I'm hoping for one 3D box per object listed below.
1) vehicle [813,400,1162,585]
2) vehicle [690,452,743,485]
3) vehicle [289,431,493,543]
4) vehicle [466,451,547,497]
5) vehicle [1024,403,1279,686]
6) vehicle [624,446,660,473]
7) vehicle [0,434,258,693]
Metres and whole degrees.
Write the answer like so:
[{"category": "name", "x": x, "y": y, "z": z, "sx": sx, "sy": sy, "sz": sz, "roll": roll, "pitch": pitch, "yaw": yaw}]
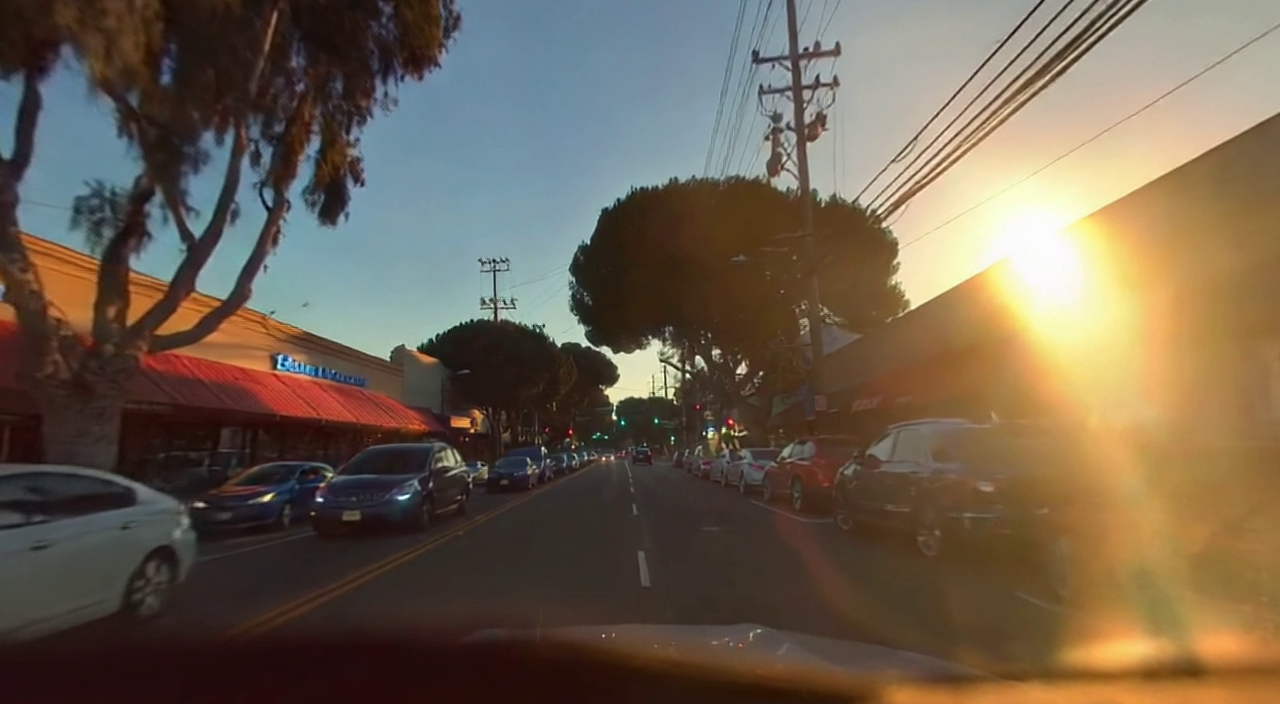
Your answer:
[{"category": "vehicle", "x": 4.512, "y": 1.931, "z": 9.519, "sx": 2.243, "sy": 1.992, "sz": 5.087, "roll": 0, "pitch": -9, "yaw": -1}, {"category": "vehicle", "x": 3.776, "y": 5.814, "z": 31.918, "sx": 1.921, "sy": 1.440, "sz": 4.382, "roll": -1, "pitch": -8, "yaw": -3}, {"category": "vehicle", "x": -4.725, "y": 2.630, "z": 13.033, "sx": 2.341, "sy": 1.825, "sz": 4.924, "roll": 0, "pitch": -9, "yaw": -2}, {"category": "vehicle", "x": -4.765, "y": 4.414, "z": 23.251, "sx": 2.053, "sy": 1.485, "sz": 4.540, "roll": 0, "pitch": -9, "yaw": -1}, {"category": "vehicle", "x": 4.829, "y": 1.229, "z": 4.214, "sx": 1.882, "sy": 1.704, "sz": 4.055, "roll": 0, "pitch": -9, "yaw": -1}, {"category": "vehicle", "x": 0.110, "y": 7.847, "z": 46.348, "sx": 2.440, "sy": 1.882, "sz": 4.611, "roll": 0, "pitch": -9, "yaw": -2}, {"category": "vehicle", "x": -4.849, "y": 1.420, "z": 4.394, "sx": 2.006, "sy": 1.492, "sz": 4.461, "roll": -2, "pitch": -11, "yaw": -6}]
